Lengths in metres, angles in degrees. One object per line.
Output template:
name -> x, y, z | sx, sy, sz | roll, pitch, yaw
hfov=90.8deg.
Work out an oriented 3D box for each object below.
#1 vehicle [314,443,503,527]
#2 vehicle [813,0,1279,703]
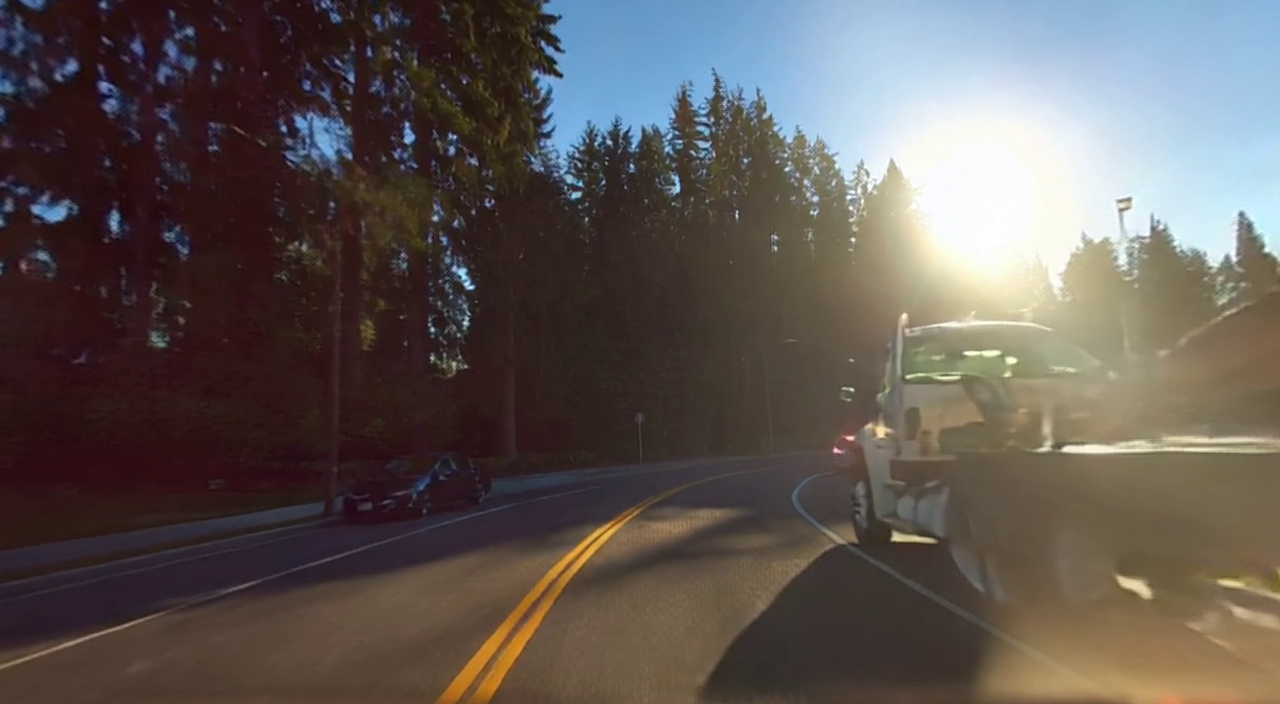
vehicle -> -4.698, 2.729, 13.641 | 1.930, 1.487, 4.213 | -2, -8, 10
vehicle -> 3.834, 0.058, 2.328 | 2.834, 3.143, 12.517 | 0, -9, 0
